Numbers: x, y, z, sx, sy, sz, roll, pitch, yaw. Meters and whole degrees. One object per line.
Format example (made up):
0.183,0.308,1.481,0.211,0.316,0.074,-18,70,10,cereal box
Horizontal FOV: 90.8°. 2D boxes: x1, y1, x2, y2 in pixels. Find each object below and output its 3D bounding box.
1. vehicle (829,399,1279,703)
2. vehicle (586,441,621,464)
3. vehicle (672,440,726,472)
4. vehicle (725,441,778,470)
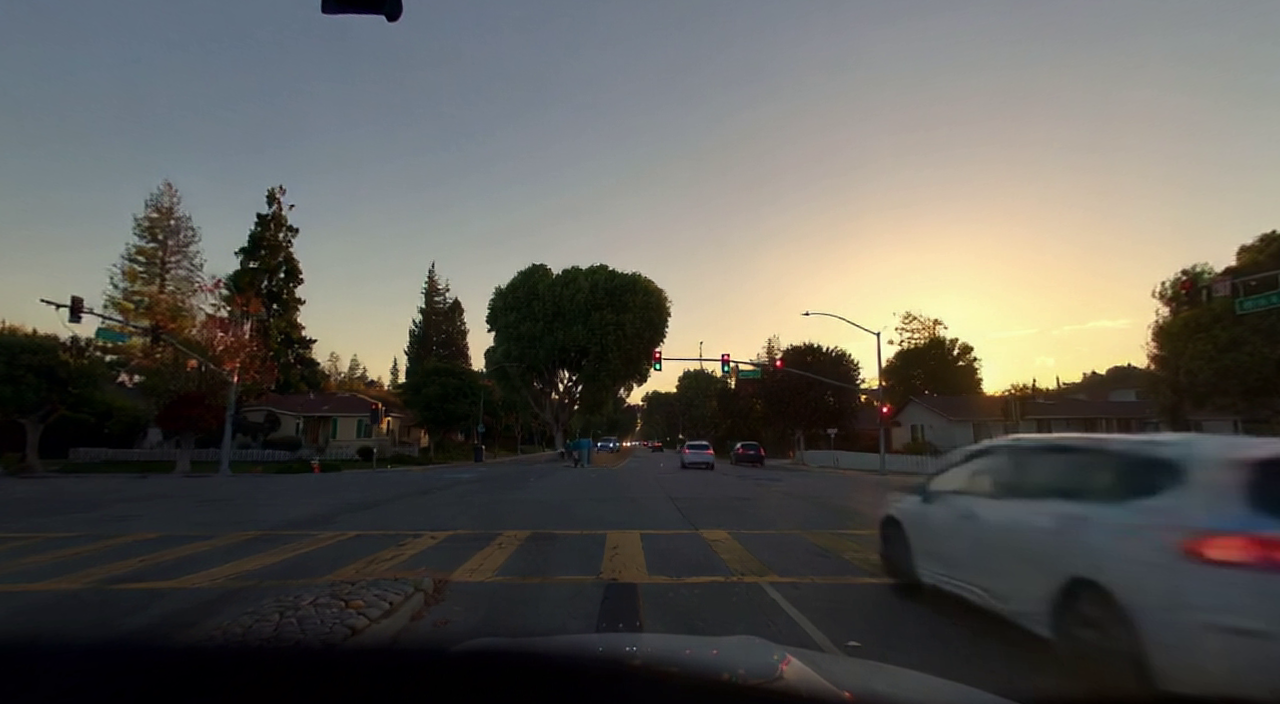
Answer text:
3.043,1.235,4.493,1.947,1.467,4.455,0,-9,-1,vehicle
-2.384,6.714,42.286,2.045,1.484,3.991,0,-9,0,vehicle
2.887,5.223,31.986,2.142,1.506,4.948,0,-9,-1,vehicle
6.180,5.801,35.597,2.074,1.530,4.565,0,-9,-1,vehicle
